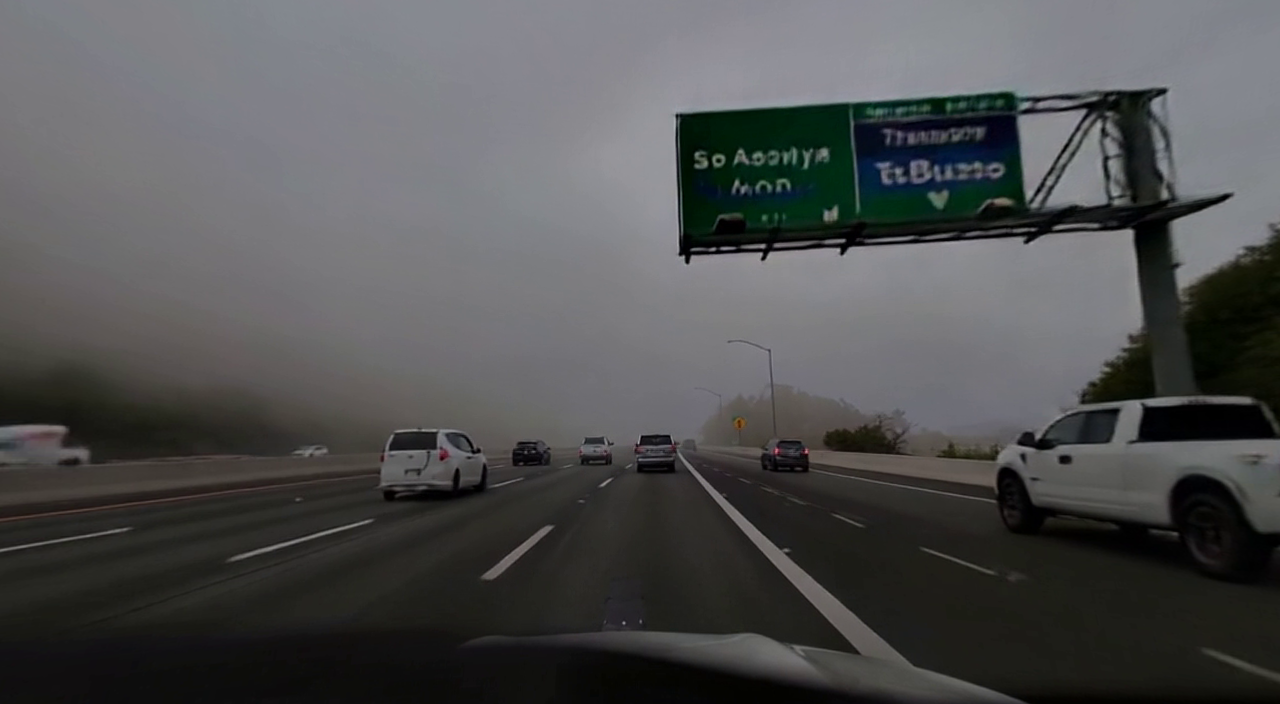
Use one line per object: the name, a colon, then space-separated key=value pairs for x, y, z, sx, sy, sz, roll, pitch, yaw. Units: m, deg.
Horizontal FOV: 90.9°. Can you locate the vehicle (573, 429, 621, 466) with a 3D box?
vehicle: x=-2.440 y=5.688 z=37.641 sx=2.316 sy=1.999 sz=5.765 roll=-1 pitch=-8 yaw=2

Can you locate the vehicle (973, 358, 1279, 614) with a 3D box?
vehicle: x=5.682 y=1.227 z=6.310 sx=2.029 sy=1.859 sz=4.669 roll=0 pitch=-8 yaw=-1

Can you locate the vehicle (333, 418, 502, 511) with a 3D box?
vehicle: x=-4.897 y=2.569 z=14.879 sx=2.160 sy=1.799 sz=5.001 roll=0 pitch=-8 yaw=0

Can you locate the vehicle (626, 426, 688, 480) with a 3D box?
vehicle: x=0.604 y=3.684 z=23.160 sx=2.052 sy=1.808 sz=3.898 roll=0 pitch=-8 yaw=1

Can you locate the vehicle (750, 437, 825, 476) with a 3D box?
vehicle: x=5.977 y=4.275 z=26.088 sx=1.998 sy=1.456 sz=4.338 roll=0 pitch=-8 yaw=0

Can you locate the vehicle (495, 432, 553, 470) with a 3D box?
vehicle: x=-6.010 y=5.169 z=33.176 sx=2.036 sy=1.813 sz=4.564 roll=-1 pitch=-8 yaw=2
